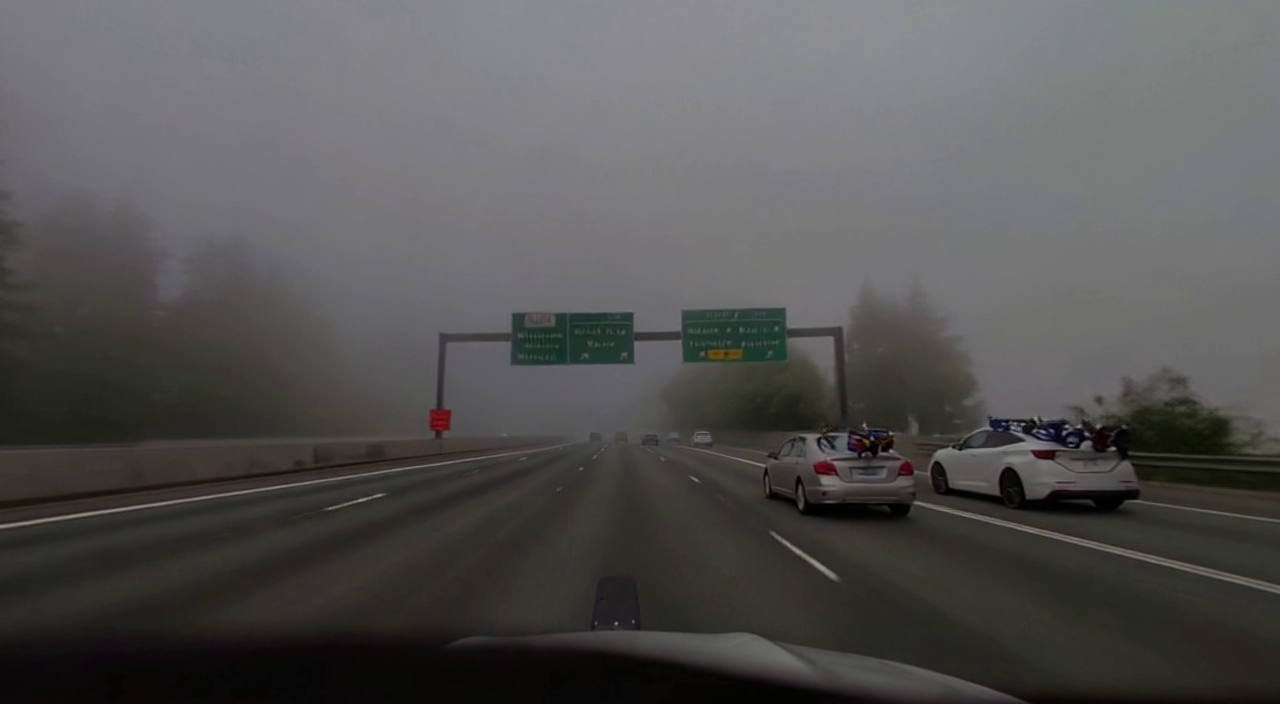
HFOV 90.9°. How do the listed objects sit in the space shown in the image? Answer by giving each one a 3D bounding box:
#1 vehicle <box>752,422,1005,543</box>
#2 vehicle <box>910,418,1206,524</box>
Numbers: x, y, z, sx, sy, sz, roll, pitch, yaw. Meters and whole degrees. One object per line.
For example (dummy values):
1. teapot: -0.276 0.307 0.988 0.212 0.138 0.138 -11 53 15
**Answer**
1. vehicle: 3.310 1.885 9.972 2.094 1.441 4.568 0 -8 -2
2. vehicle: 7.046 2.023 11.482 2.034 1.511 4.785 0 -8 -2
